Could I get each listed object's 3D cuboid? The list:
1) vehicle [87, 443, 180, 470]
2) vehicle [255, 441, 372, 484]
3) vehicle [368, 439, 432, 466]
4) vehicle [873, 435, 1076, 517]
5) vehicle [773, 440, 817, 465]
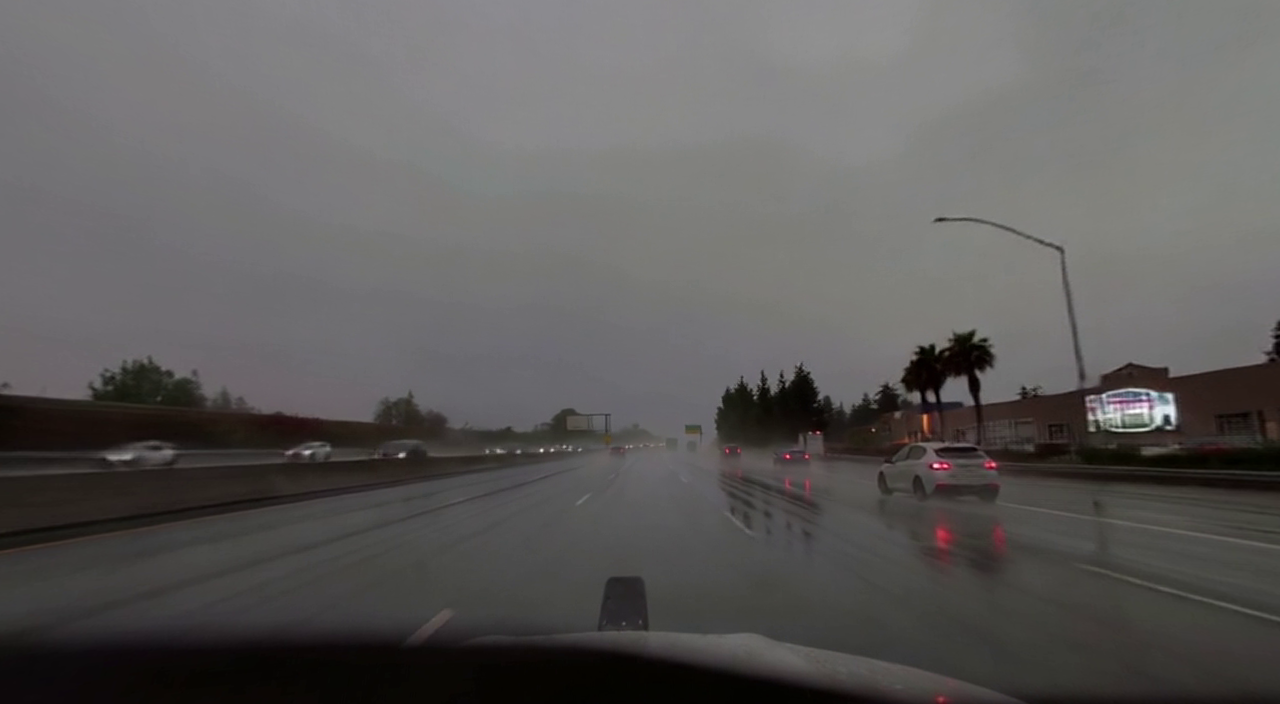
[{"bbox_3d":[-28.727,5.935,35.945,1.803,1.451,4.199,0,-9,1],"label":"vehicle"},{"bbox_3d":[-12.111,4.125,23.827,1.867,1.451,4.550,0,-9,2],"label":"vehicle"},{"bbox_3d":[-15.205,6.385,40.249,2.023,1.607,4.937,0,-9,1],"label":"vehicle"},{"bbox_3d":[7.236,2.713,14.379,2.071,1.543,4.702,0,-9,0],"label":"vehicle"},{"bbox_3d":[11.966,7.778,48.865,2.168,1.861,4.678,0,-9,0],"label":"vehicle"}]
